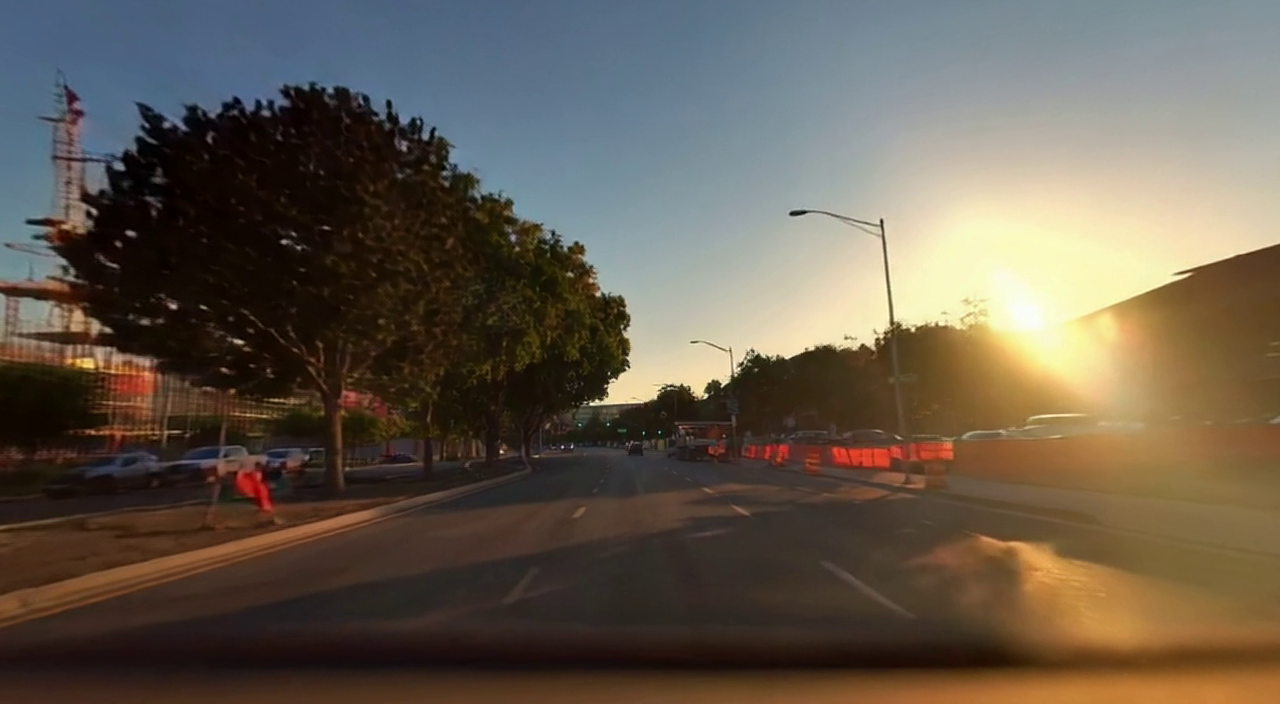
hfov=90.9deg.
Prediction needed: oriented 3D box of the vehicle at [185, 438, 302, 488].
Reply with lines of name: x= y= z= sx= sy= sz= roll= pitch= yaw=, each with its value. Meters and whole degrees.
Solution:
vehicle: x=-18.111 y=5.045 z=29.166 sx=2.286 sy=2.069 sz=5.077 roll=0 pitch=-8 yaw=-3

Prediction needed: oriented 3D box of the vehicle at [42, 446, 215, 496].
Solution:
vehicle: x=-21.825 y=5.044 z=27.361 sx=2.328 sy=1.918 sz=5.628 roll=-1 pitch=-9 yaw=7
